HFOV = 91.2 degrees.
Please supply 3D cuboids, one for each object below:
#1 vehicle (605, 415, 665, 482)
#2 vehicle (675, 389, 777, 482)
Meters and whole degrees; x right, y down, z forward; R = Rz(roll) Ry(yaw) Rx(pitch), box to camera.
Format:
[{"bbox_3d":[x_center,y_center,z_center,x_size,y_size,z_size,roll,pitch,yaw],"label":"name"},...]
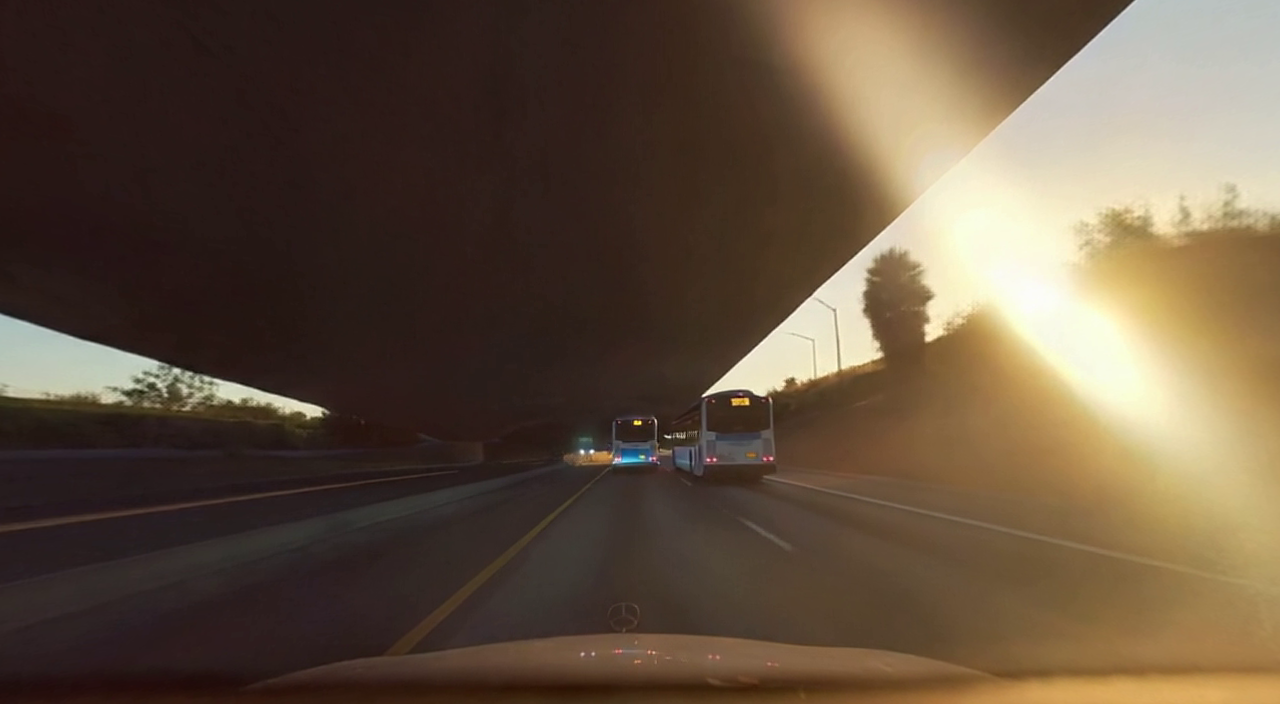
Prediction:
[{"bbox_3d":[-0.218,4.336,28.195,2.414,2.675,5.574,-1,-9,0],"label":"vehicle"},{"bbox_3d":[3.806,4.308,31.515,3.074,3.668,12.805,0,-9,-1],"label":"vehicle"}]
